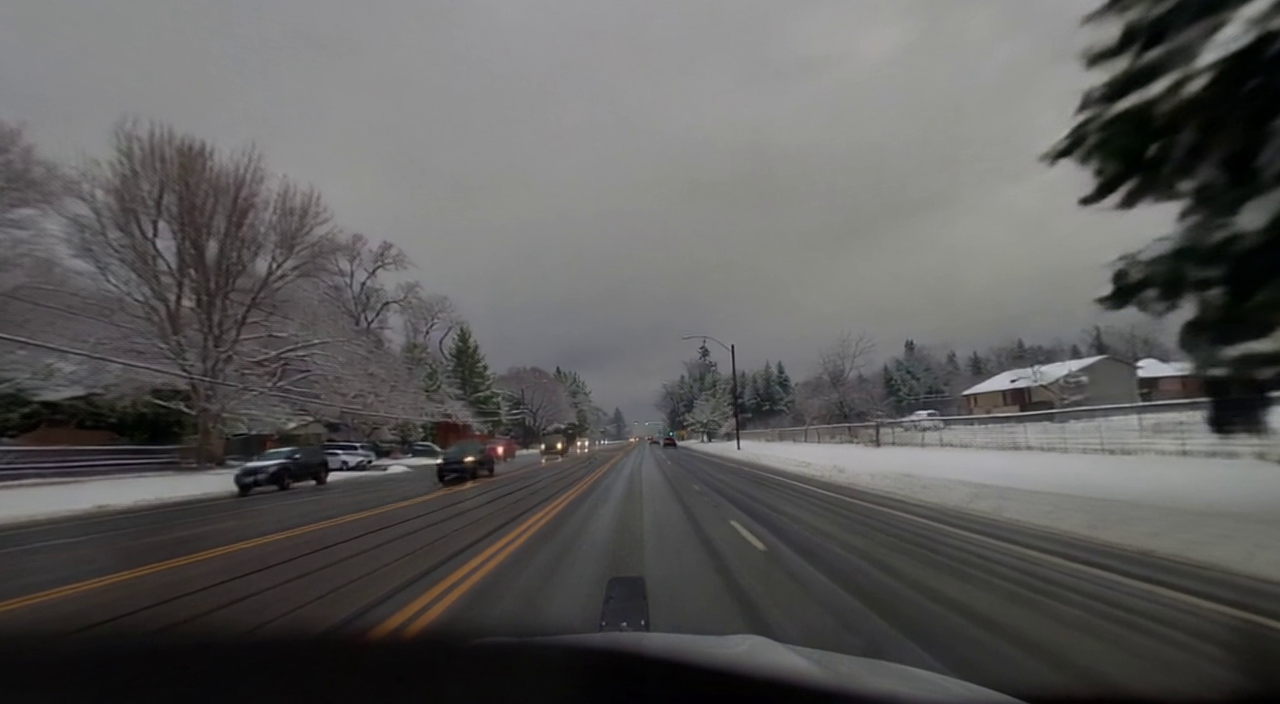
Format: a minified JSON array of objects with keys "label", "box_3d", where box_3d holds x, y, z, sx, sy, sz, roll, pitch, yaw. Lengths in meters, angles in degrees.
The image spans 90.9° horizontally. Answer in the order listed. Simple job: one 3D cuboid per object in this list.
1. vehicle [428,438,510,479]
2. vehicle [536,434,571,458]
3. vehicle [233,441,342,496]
[{"label":"vehicle","box_3d":[-6.709,4.217,25.283,1.975,1.481,4.318,-1,-8,2]},{"label":"vehicle","box_3d":[-6.622,7.210,48.663,2.000,1.738,4.251,-1,-8,2]},{"label":"vehicle","box_3d":[-14.525,4.760,26.335,2.058,1.779,4.768,-3,-6,-3]}]
